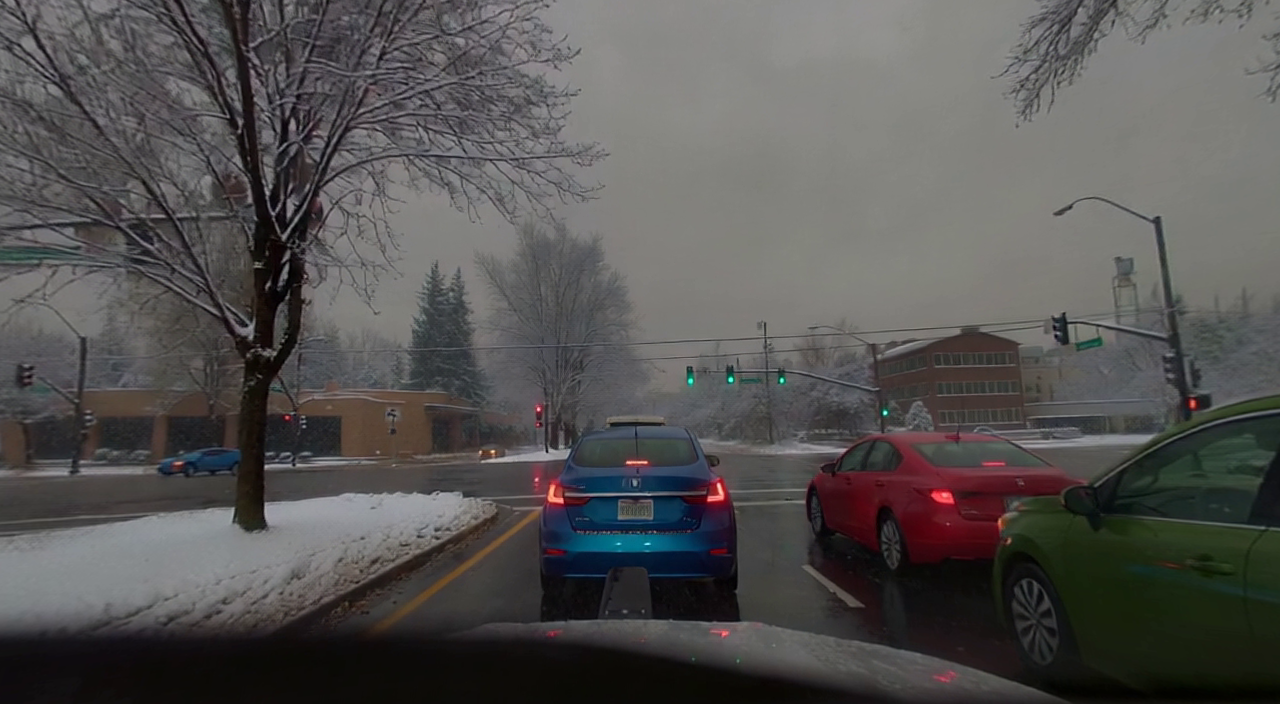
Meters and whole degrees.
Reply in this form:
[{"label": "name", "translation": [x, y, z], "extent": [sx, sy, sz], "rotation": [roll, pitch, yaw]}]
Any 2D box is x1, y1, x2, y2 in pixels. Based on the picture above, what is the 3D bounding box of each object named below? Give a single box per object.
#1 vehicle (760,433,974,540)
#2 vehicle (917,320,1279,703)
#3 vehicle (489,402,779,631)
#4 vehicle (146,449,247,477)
[{"label": "vehicle", "translation": [3.664, 2.258, 11.300], "extent": [2.054, 1.482, 4.654], "rotation": [0, -9, -1]}, {"label": "vehicle", "translation": [3.674, 0.926, 3.441], "extent": [2.162, 1.829, 4.519], "rotation": [0, -9, -1]}, {"label": "vehicle", "translation": [-0.055, 1.476, 6.511], "extent": [2.074, 1.631, 3.793], "rotation": [0, -9, 0]}, {"label": "vehicle", "translation": [-33.344, 8.301, 47.541], "extent": [5.783, 1.933, 2.174], "rotation": [8, -12, -43]}]
